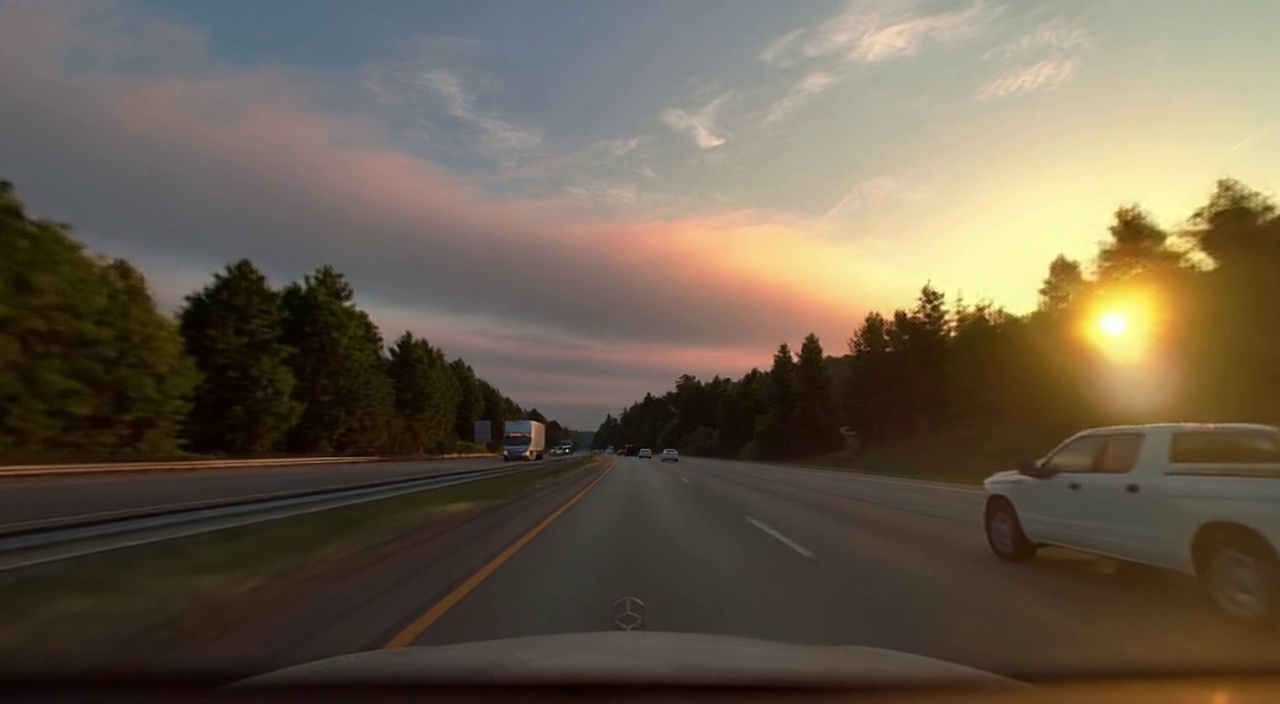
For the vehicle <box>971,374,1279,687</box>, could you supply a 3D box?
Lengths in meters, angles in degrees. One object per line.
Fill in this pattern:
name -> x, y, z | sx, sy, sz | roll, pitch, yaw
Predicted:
vehicle -> 4.407, 1.085, 4.234 | 1.933, 1.663, 4.440 | 0, -9, 0
